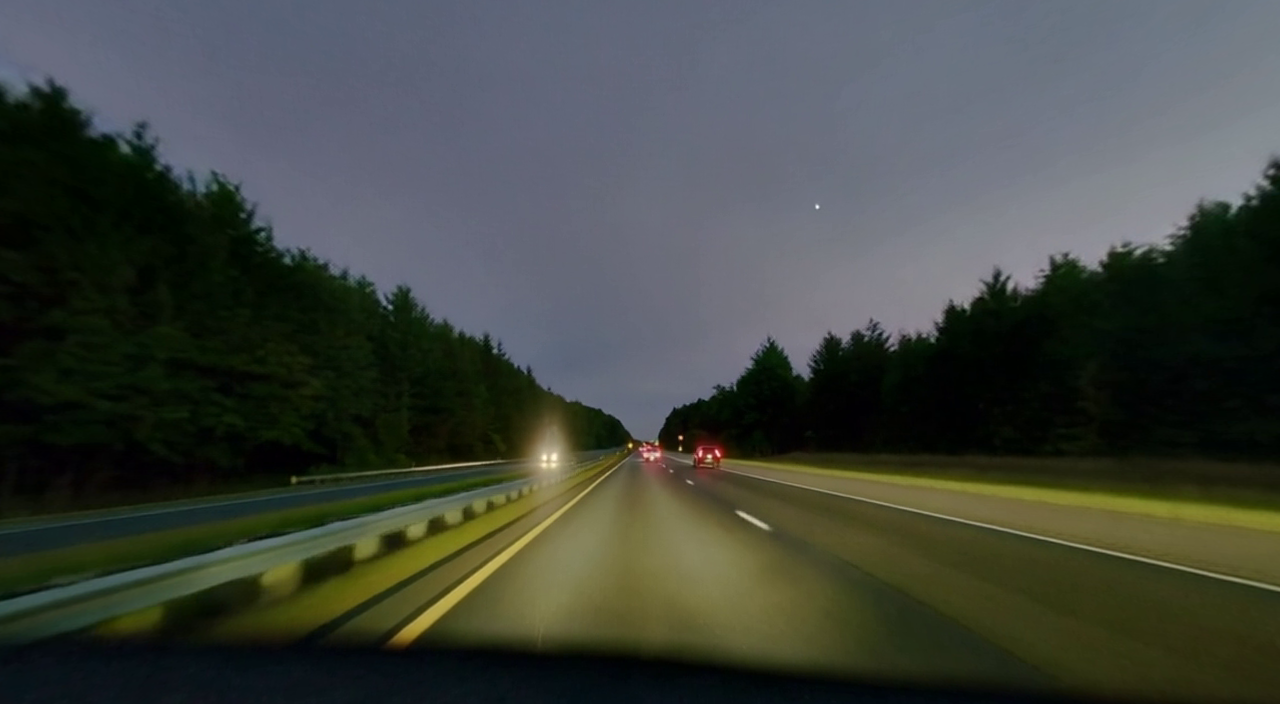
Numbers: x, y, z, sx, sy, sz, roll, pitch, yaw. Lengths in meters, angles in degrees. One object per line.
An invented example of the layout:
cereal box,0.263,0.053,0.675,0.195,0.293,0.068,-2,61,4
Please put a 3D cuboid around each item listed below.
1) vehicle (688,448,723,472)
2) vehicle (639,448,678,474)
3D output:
vehicle,4.388,7.246,42.473,1.846,1.485,3.679,0,-9,-2
vehicle,1.054,6.589,38.252,2.162,1.492,3.975,0,-9,-1
